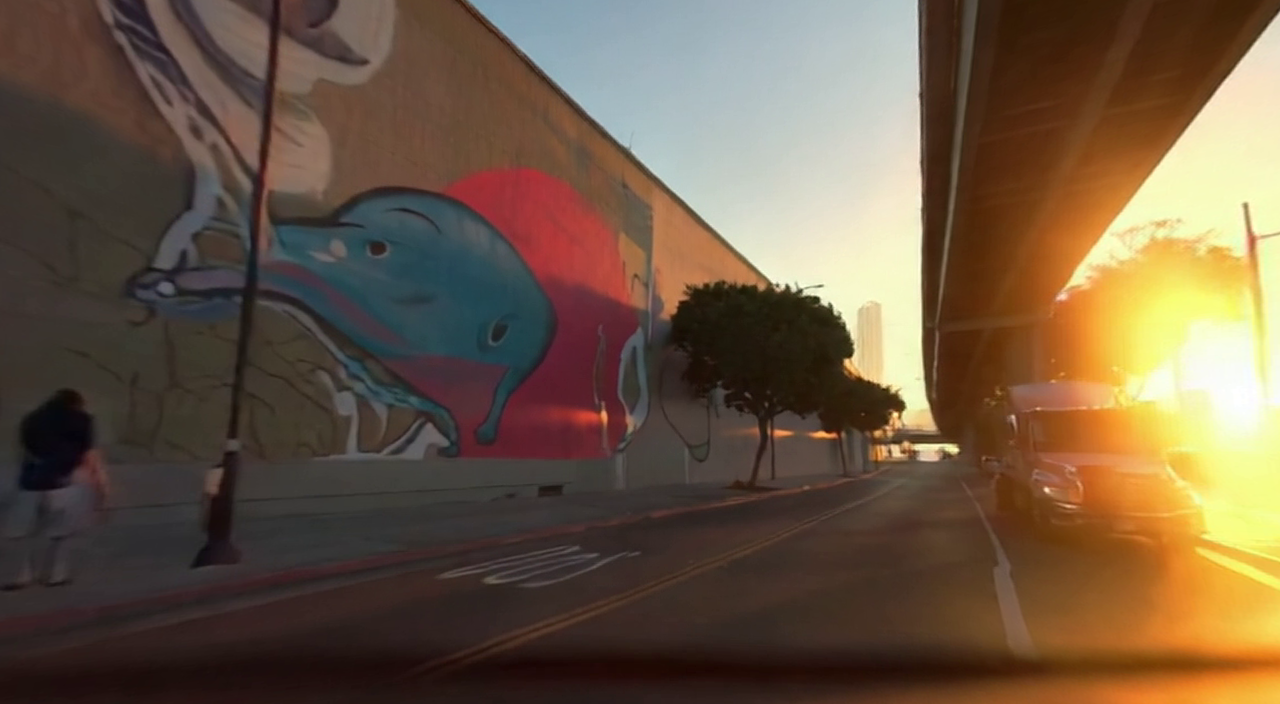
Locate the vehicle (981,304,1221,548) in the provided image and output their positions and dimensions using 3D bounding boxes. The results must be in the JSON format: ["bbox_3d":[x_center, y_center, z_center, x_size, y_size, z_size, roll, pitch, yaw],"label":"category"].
[{"bbox_3d":[9.938,1.857,14.828,2.849,3.893,9.347,-4,-10,27],"label":"vehicle"}]
